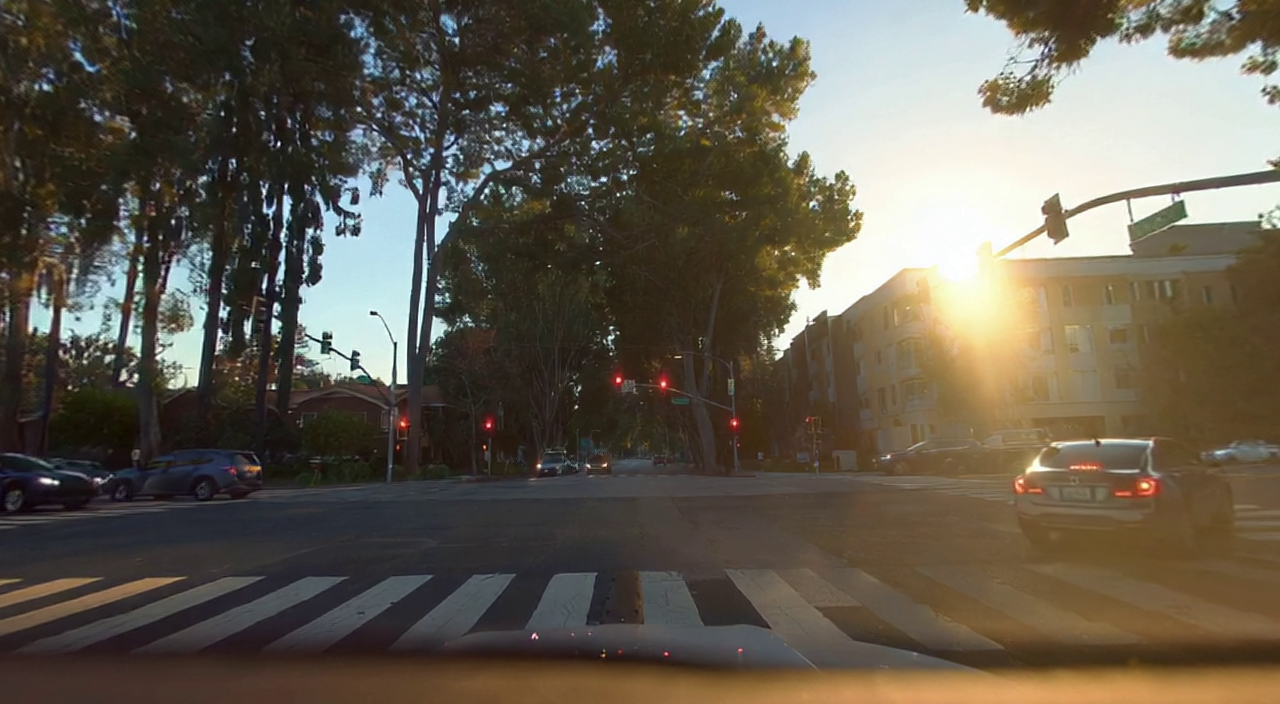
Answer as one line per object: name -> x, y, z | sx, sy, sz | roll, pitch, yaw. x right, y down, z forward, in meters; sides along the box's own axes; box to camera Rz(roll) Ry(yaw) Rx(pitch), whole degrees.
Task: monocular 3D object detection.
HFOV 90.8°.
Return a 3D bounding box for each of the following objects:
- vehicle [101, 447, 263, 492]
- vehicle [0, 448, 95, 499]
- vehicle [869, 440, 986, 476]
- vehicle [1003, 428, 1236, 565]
vehicle -> -19.164, 4.949, 26.651 | 4.798, 1.763, 2.536 | 0, -10, 0
vehicle -> -23.536, 4.440, 23.261 | 4.748, 1.727, 2.325 | 0, -8, 1
vehicle -> 15.887, 5.881, 35.149 | 5.220, 1.897, 2.596 | 0, -8, 0
vehicle -> 7.142, 2.000, 9.676 | 2.189, 1.536, 4.492 | -6, -10, 35
